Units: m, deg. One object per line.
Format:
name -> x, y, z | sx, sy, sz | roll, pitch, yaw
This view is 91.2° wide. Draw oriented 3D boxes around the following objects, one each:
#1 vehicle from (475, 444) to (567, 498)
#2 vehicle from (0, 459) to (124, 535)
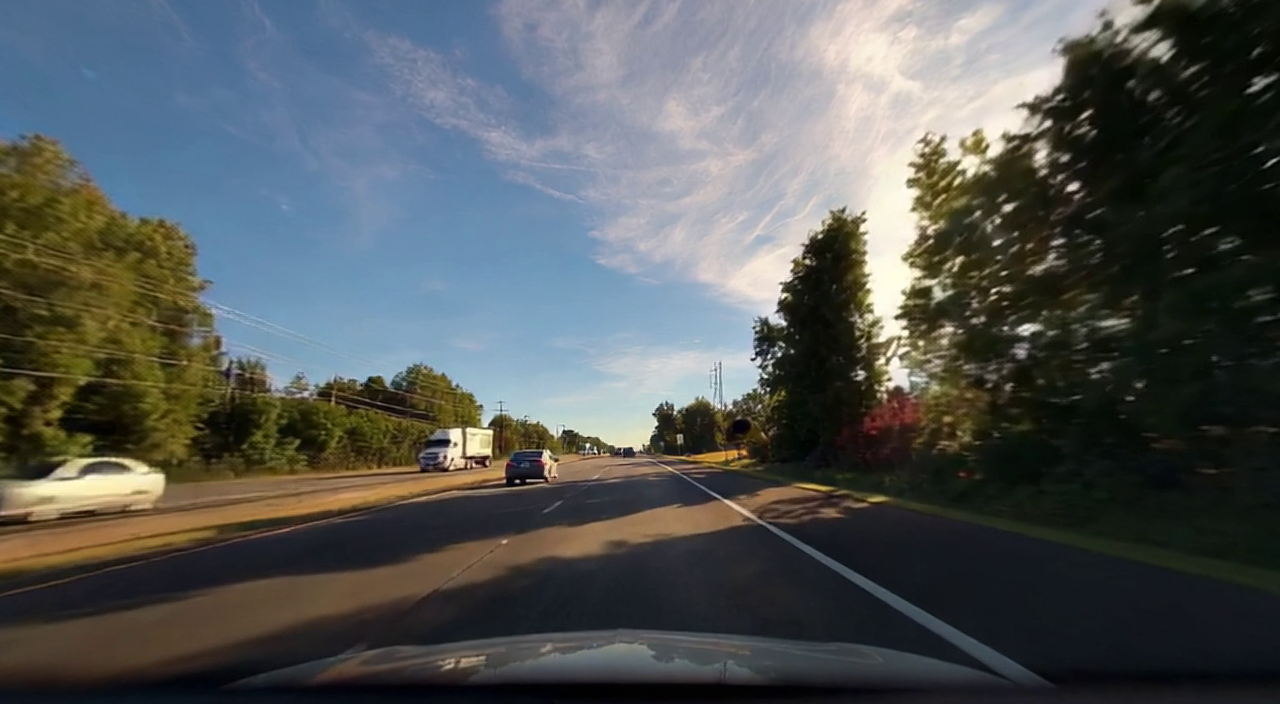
vehicle -> -3.704, 3.805, 20.399 | 2.123, 1.545, 4.404 | 0, -9, 0
vehicle -> -12.994, 2.942, 12.917 | 1.642, 1.383, 3.633 | 0, -9, -1
